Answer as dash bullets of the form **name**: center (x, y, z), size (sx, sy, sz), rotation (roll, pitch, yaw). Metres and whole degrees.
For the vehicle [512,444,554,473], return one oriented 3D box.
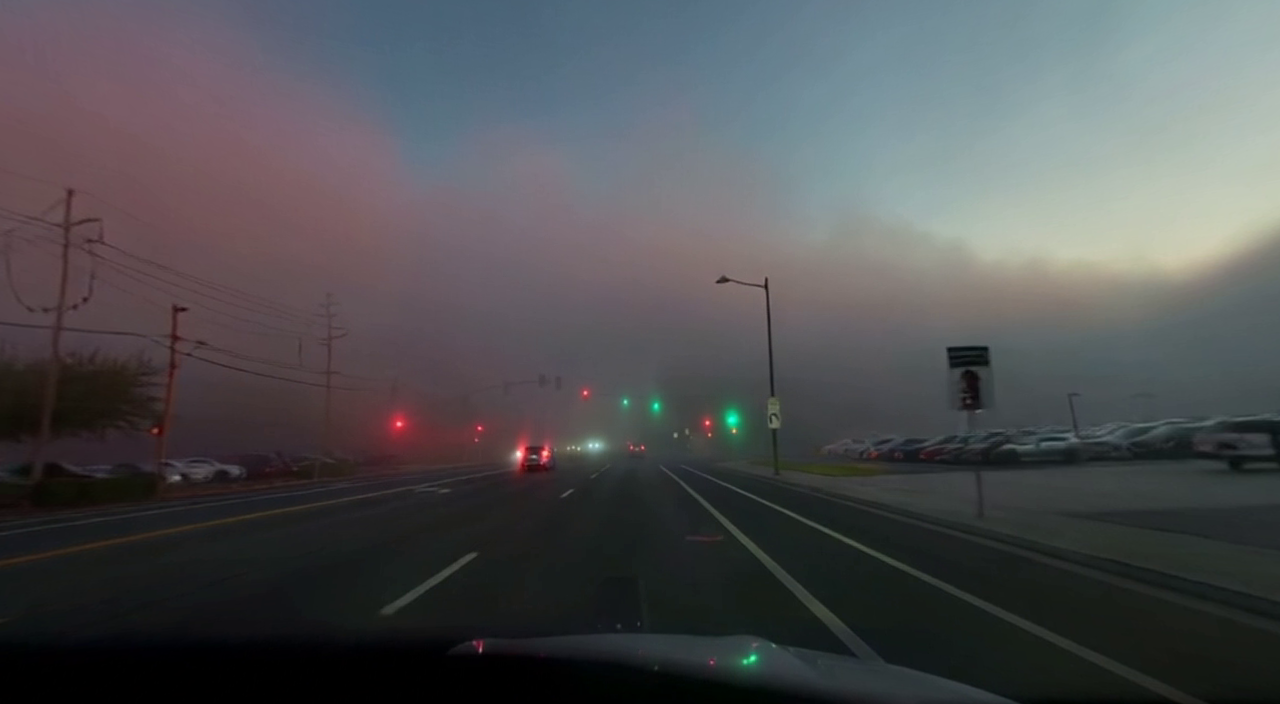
- **vehicle**: center (-5.816, 5.806, 34.689), size (1.928, 1.451, 4.219), rotation (0, -9, -5)

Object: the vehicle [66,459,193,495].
- **vehicle**: center (-24.608, 6.009, 30.570), size (4.435, 1.613, 1.928), rotation (0, -8, 1)

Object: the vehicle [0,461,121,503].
- **vehicle**: center (-24.553, 5.317, 25.986), size (4.644, 1.607, 1.900), rotation (0, -8, 0)

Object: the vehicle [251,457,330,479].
- **vehicle**: center (-24.809, 8.230, 44.984), size (4.403, 1.465, 1.928), rotation (0, -9, -3)
